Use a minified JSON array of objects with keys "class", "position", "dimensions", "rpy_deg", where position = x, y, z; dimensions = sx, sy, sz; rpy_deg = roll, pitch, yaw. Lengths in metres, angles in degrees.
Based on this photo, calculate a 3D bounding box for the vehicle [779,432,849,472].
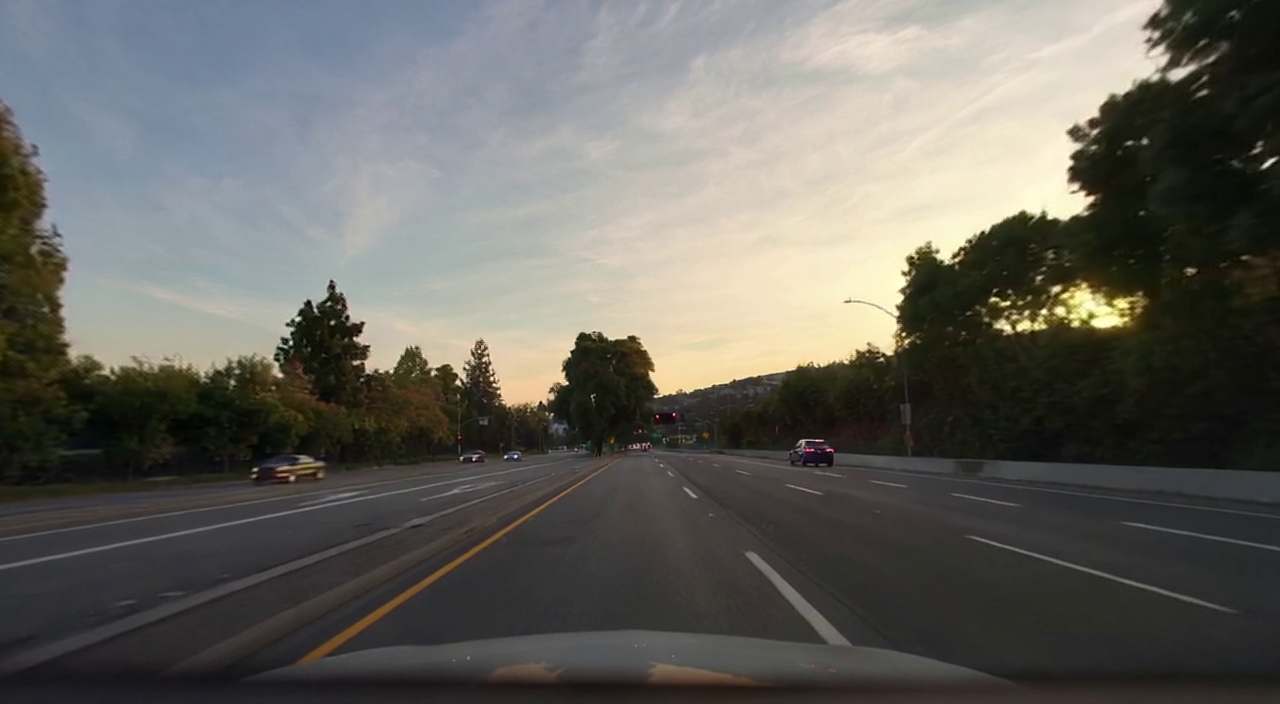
[{"class":"vehicle","position":[8.689,5.046,31.913],"dimensions":[2.170,1.830,4.720],"rpy_deg":[0,-8,0]}]

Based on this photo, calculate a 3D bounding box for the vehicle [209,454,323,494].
[{"class":"vehicle","position":[-15.546,5.068,26.526],"dimensions":[1.889,1.463,4.690],"rpy_deg":[-1,-8,0]}]
